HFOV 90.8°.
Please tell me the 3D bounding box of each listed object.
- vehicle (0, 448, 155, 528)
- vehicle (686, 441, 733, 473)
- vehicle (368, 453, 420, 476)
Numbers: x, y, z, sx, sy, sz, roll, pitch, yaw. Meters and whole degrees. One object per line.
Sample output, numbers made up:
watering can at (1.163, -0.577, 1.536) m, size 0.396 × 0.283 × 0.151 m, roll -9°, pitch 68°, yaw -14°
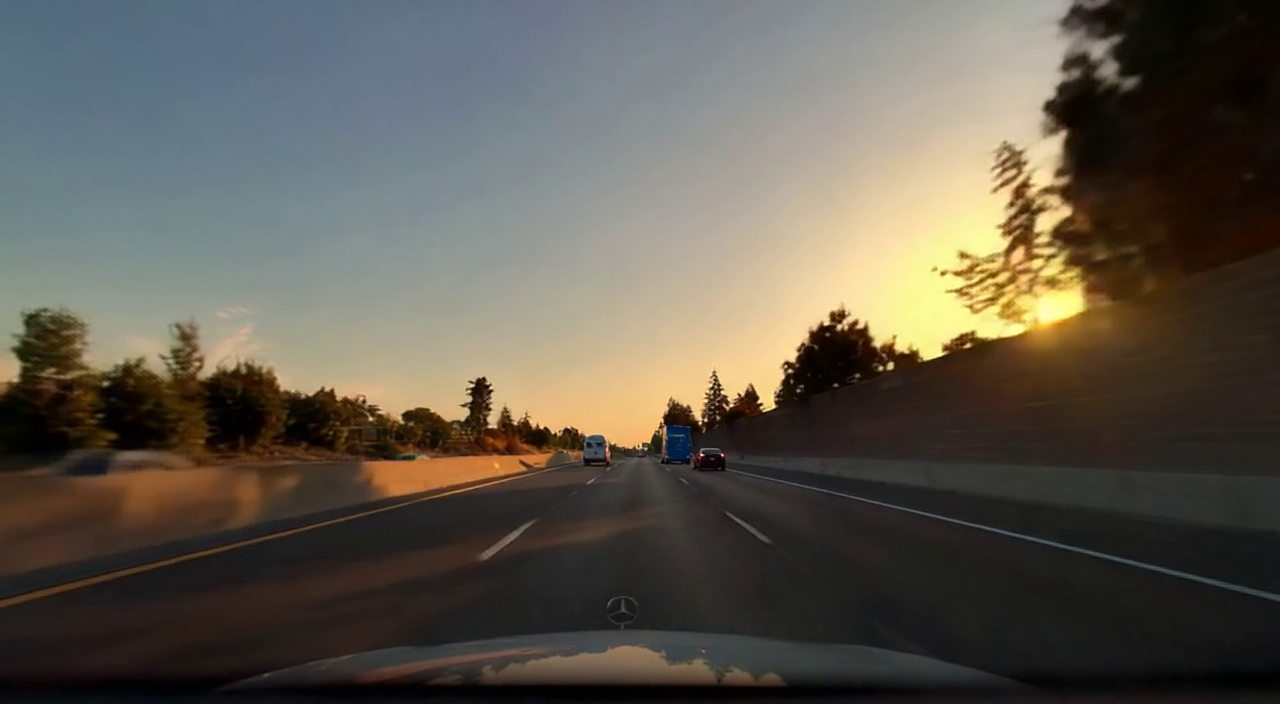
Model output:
vehicle at (-12.901, 2.771, 13.231) m, size 1.931 × 1.484 × 4.452 m, roll 0°, pitch -9°, yaw -1°
vehicle at (3.858, 5.917, 35.698) m, size 2.066 × 1.638 × 4.158 m, roll 0°, pitch -9°, yaw -2°
vehicle at (-16.665, 7.620, 43.025) m, size 1.845 × 1.436 × 4.135 m, roll -1°, pitch -9°, yaw 1°
